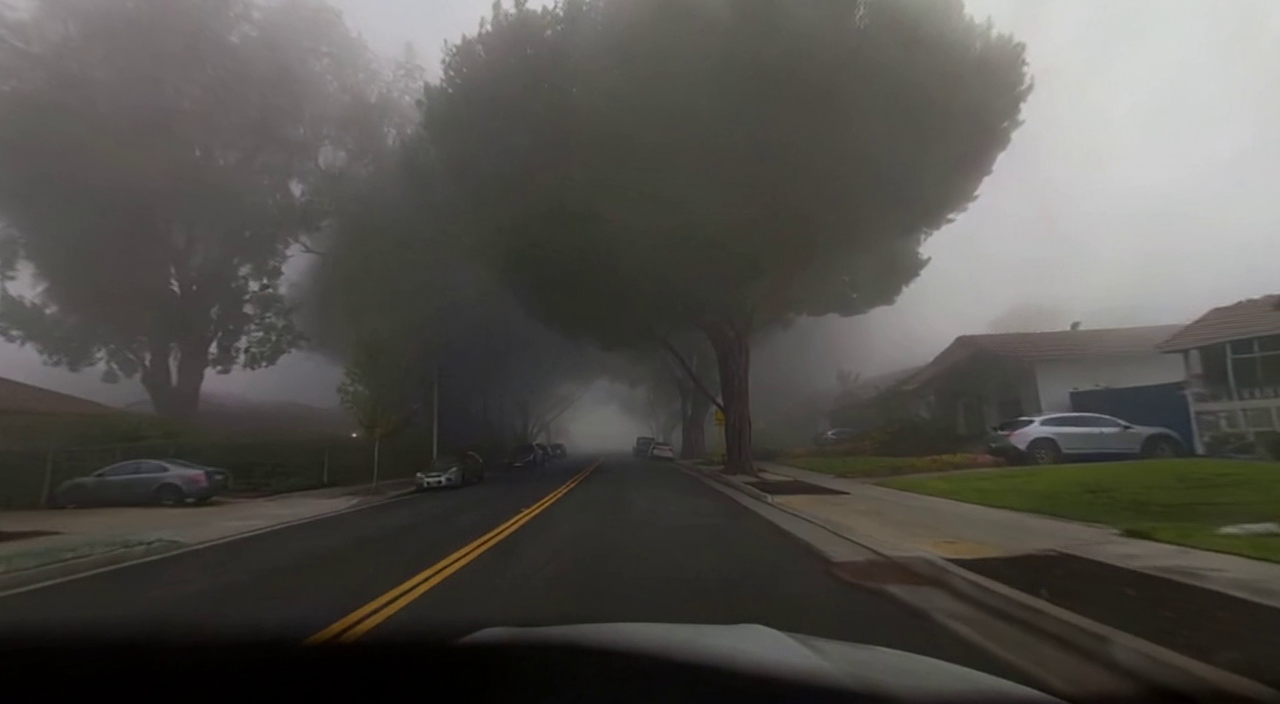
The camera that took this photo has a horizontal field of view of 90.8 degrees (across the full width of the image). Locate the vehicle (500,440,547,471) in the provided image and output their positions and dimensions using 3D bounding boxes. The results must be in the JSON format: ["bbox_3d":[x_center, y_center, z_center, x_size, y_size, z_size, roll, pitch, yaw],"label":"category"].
[{"bbox_3d":[-6.918,6.172,37.904,2.033,1.721,4.328,0,-9,-1],"label":"vehicle"}]

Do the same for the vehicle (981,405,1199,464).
[{"bbox_3d":[12.266,2.336,17.571,4.389,1.480,2.038,-2,-9,9],"label":"vehicle"}]

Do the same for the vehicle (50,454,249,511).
[{"bbox_3d":[-14.003,3.690,18.138,4.487,1.464,1.889,-2,-9,11],"label":"vehicle"}]

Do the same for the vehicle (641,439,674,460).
[{"bbox_3d":[1.275,7.237,46.814,1.996,1.516,4.122,1,-9,-5],"label":"vehicle"}]

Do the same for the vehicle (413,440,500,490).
[{"bbox_3d":[-6.688,4.151,23.537,2.031,1.662,4.194,0,-9,-1],"label":"vehicle"}]

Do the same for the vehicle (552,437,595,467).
[{"bbox_3d":[-3.961,6.076,38.380,2.106,1.688,4.392,0,-9,0],"label":"vehicle"}]

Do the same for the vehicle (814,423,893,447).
[{"bbox_3d":[12.979,5.114,38.678,4.370,1.433,1.889,-2,-9,12],"label":"vehicle"}]
